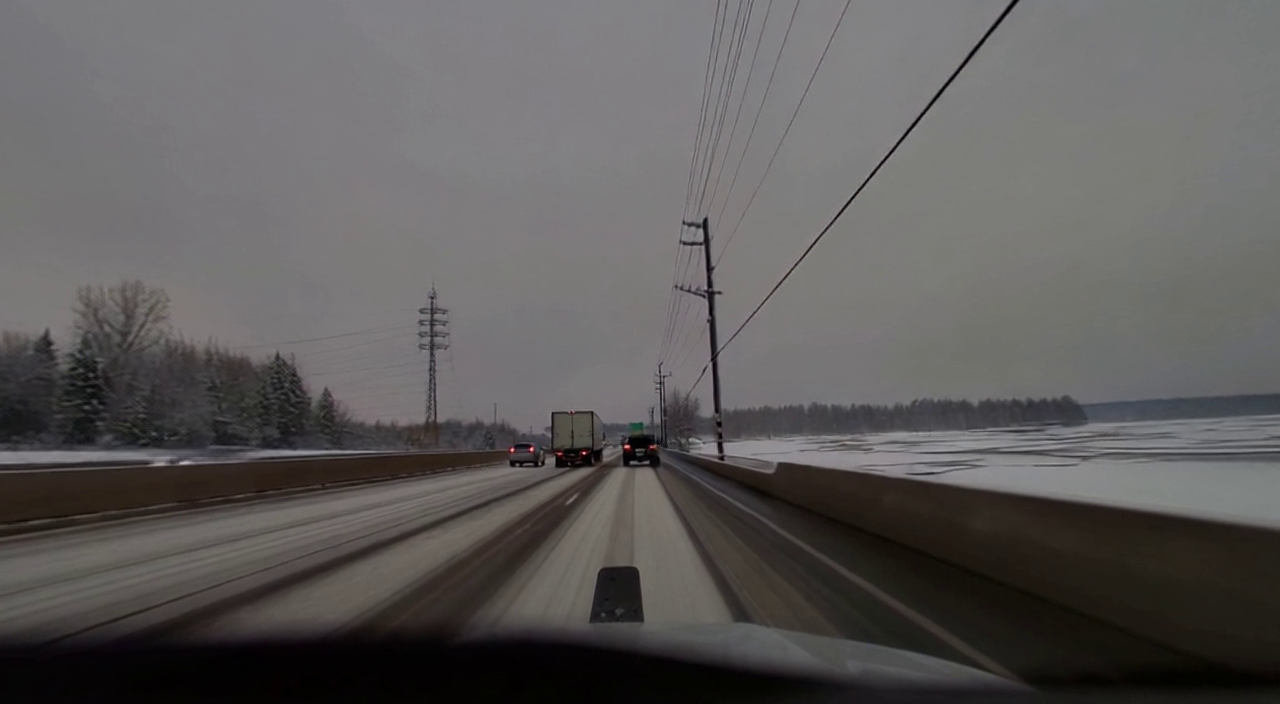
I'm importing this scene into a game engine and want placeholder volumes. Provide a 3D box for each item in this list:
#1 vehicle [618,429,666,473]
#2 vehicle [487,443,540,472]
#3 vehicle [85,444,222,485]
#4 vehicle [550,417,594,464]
[{"bbox_3d":[0.129,5.253,33.491,2.358,2.144,4.713,0,-9,0],"label":"vehicle"},{"bbox_3d":[-7.133,6.004,36.126,2.004,1.545,4.513,0,-9,1],"label":"vehicle"},{"bbox_3d":[-19.236,4.425,25.272,1.841,1.466,4.555,0,-9,0],"label":"vehicle"},{"bbox_3d":[-3.754,4.959,35.283,2.178,2.522,2.054,0,-9,1],"label":"vehicle"}]
